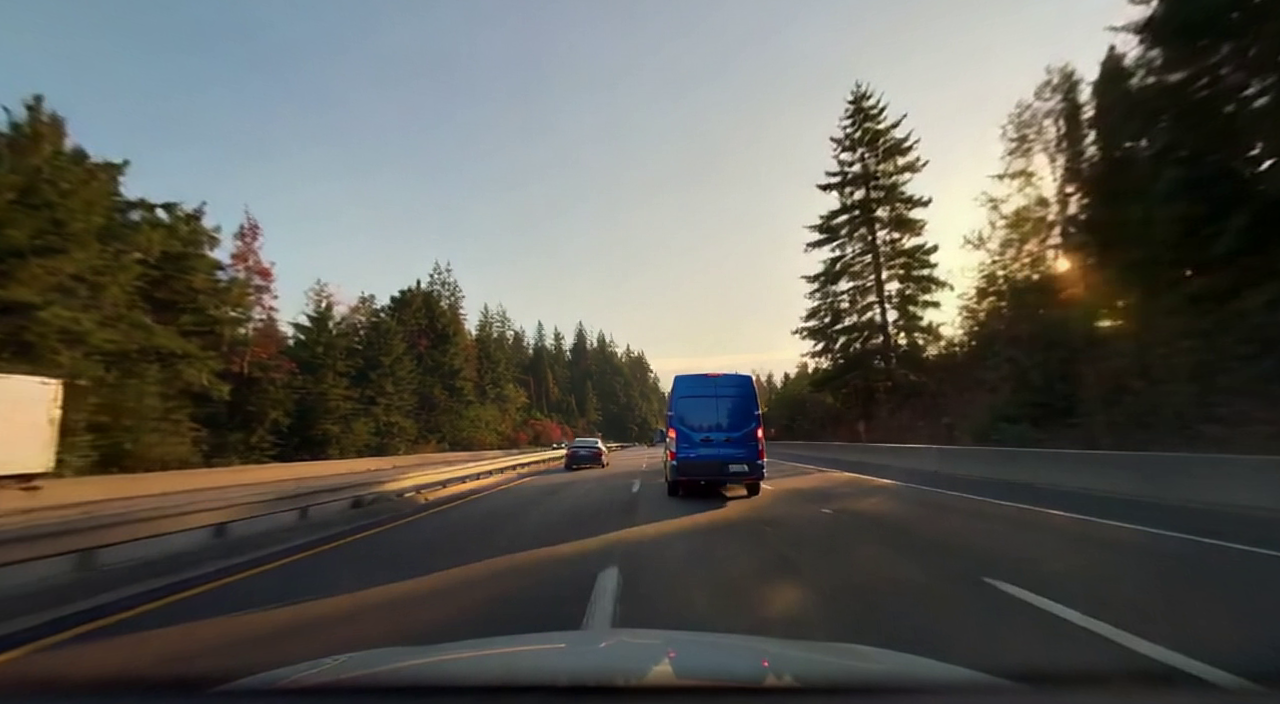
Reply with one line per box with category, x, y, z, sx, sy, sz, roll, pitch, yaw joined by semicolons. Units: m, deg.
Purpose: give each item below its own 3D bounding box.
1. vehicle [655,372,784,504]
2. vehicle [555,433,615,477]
vehicle;1.660;2.177;16.095;2.416;2.595;7.243;0;-8;1
vehicle;-2.052;3.955;24.528;1.900;1.524;4.324;0;-8;1
